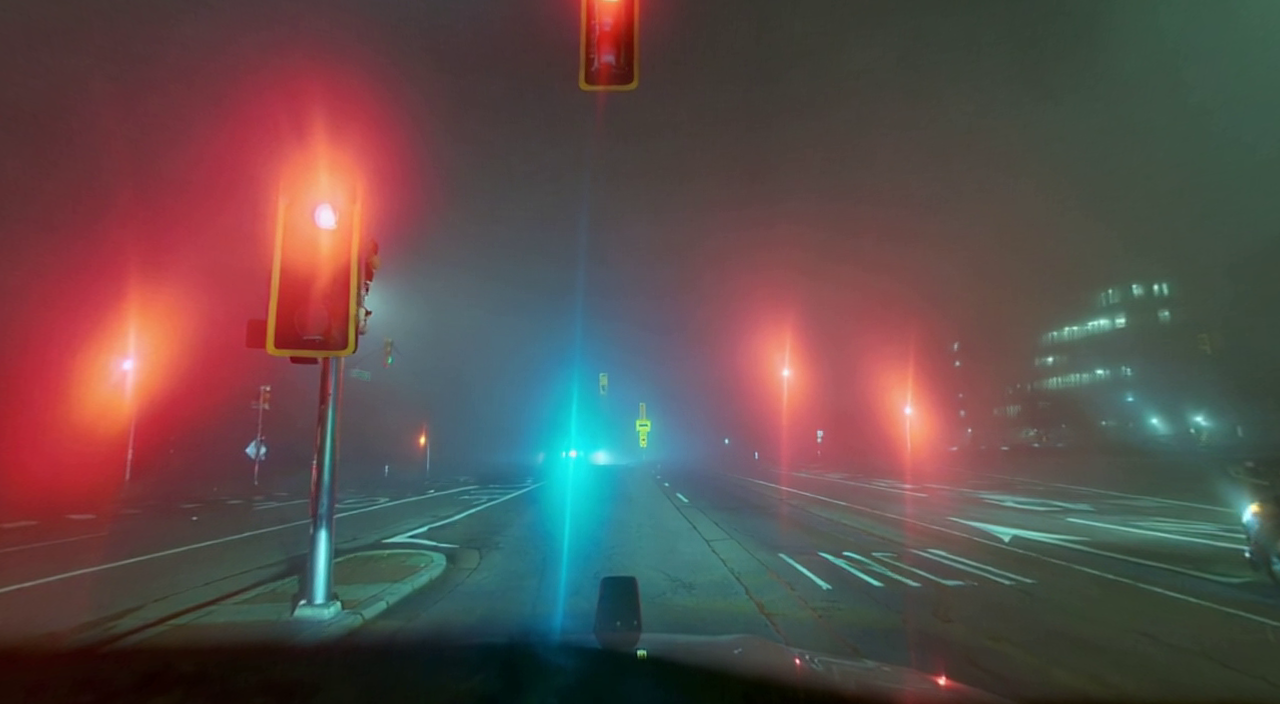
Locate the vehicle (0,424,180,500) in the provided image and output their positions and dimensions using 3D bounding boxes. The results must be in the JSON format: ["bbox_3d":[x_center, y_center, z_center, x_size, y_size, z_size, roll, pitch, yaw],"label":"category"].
[{"bbox_3d":[-24.960,4.825,27.587,7.088,3.096,2.678,0,-9,-1],"label":"vehicle"}]
